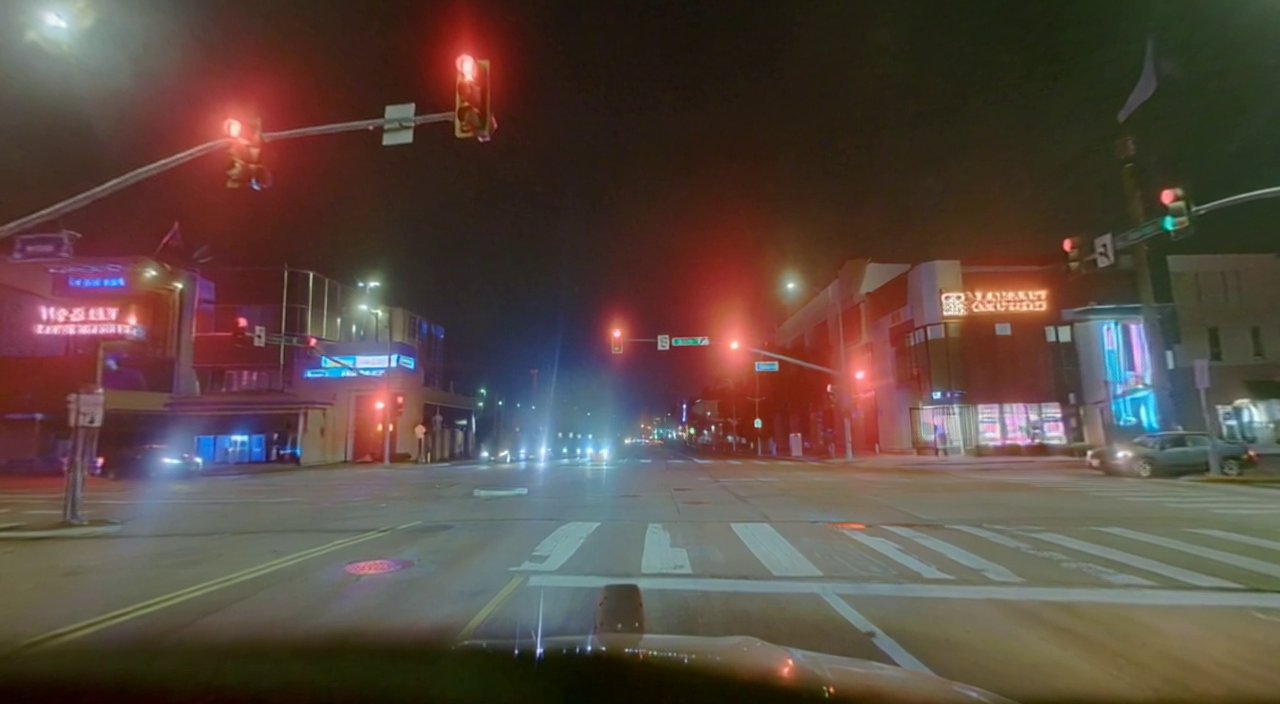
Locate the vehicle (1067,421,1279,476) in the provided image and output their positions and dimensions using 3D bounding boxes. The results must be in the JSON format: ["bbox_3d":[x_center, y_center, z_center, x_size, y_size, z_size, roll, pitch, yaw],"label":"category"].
[{"bbox_3d":[15.406,2.792,18.204,4.651,1.463,1.880,-2,-9,9],"label":"vehicle"}]

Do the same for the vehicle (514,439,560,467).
[{"bbox_3d":[-6.820,6.715,42.212,2.181,1.703,4.512,0,-8,2],"label":"vehicle"}]

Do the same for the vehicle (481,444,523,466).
[{"bbox_3d":[-9.879,7.376,45.555,2.106,1.505,4.228,0,-8,0],"label":"vehicle"}]

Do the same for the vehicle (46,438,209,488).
[{"bbox_3d":[-21.165,4.560,26.200,5.161,1.910,2.275,-2,-9,11],"label":"vehicle"}]
